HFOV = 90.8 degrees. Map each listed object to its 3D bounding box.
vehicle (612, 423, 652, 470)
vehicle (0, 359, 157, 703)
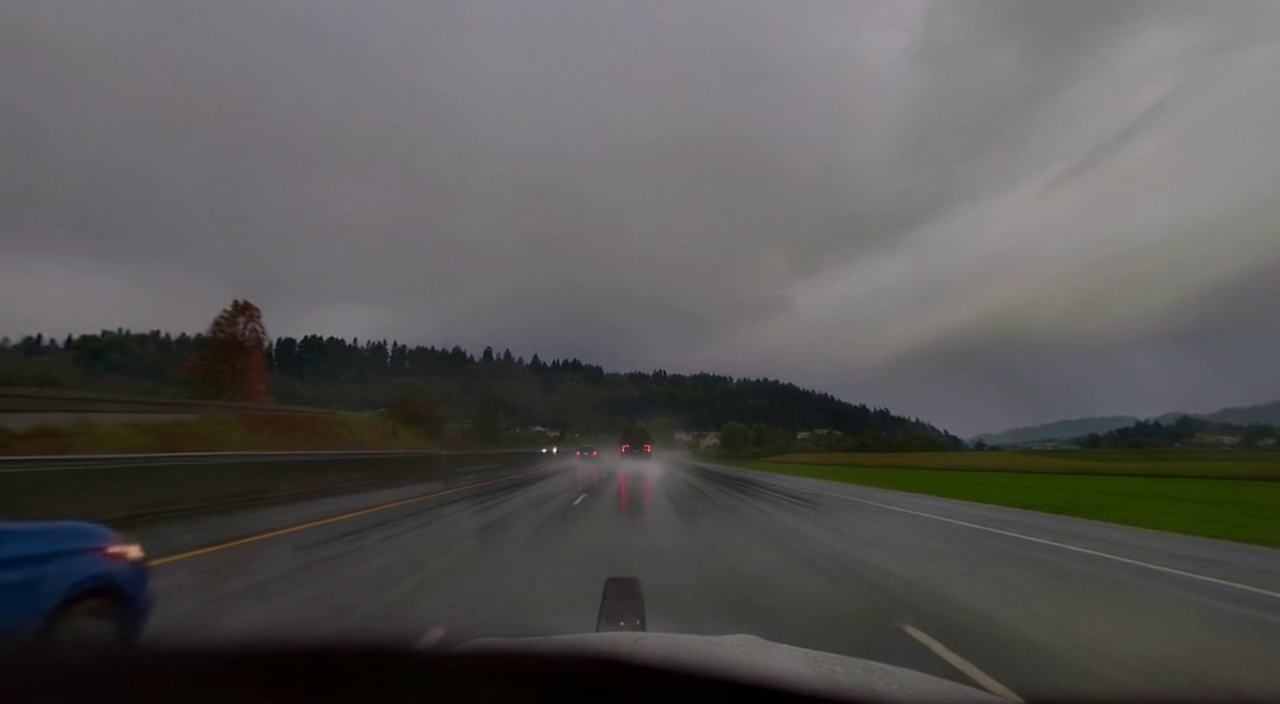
[{"bbox_3d":[-0.577,6.740,44.890,2.672,3.056,6.900,0,-9,-1],"label":"vehicle"},{"bbox_3d":[-3.435,0.639,0.906,2.088,1.643,4.215,0,-9,0],"label":"vehicle"}]
